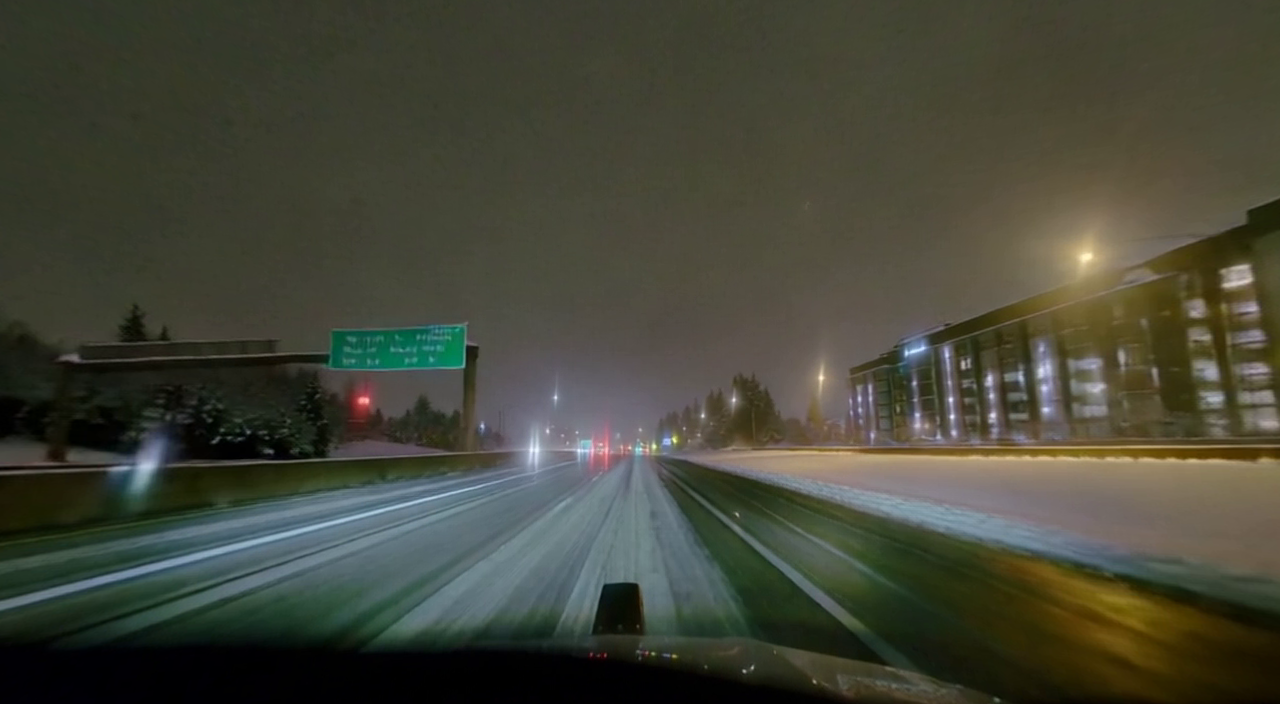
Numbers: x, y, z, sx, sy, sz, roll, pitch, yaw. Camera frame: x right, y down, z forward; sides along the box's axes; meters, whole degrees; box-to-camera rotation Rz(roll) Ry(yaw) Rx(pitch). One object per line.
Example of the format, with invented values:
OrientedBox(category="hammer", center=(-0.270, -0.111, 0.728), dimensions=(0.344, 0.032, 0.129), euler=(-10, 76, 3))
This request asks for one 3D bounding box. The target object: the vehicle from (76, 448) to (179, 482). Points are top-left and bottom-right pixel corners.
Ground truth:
OrientedBox(category="vehicle", center=(-24.565, 5.392, 30.464), dimensions=(1.783, 1.471, 3.811), euler=(0, -9, -1))
